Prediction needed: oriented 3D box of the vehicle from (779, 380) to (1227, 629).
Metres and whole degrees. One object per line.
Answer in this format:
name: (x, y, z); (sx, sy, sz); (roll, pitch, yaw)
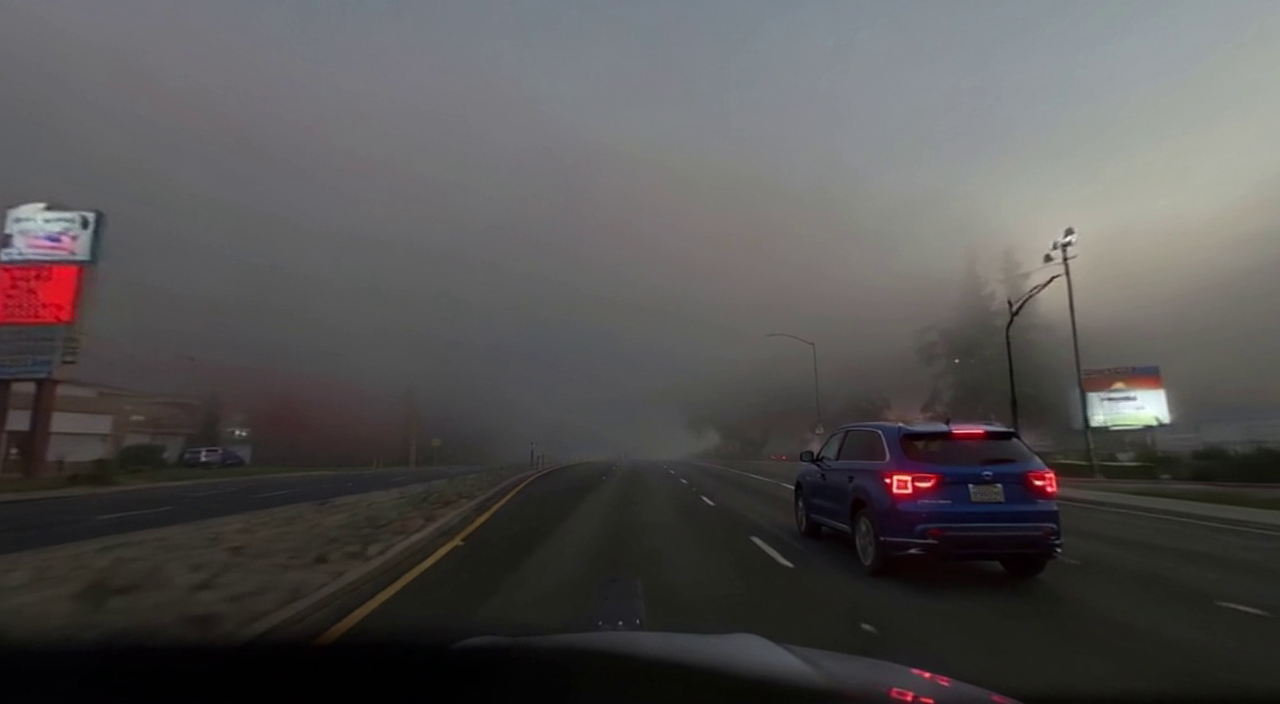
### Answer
vehicle: (3.153, 1.442, 6.967); (2.130, 1.790, 4.615); (0, -9, 0)
